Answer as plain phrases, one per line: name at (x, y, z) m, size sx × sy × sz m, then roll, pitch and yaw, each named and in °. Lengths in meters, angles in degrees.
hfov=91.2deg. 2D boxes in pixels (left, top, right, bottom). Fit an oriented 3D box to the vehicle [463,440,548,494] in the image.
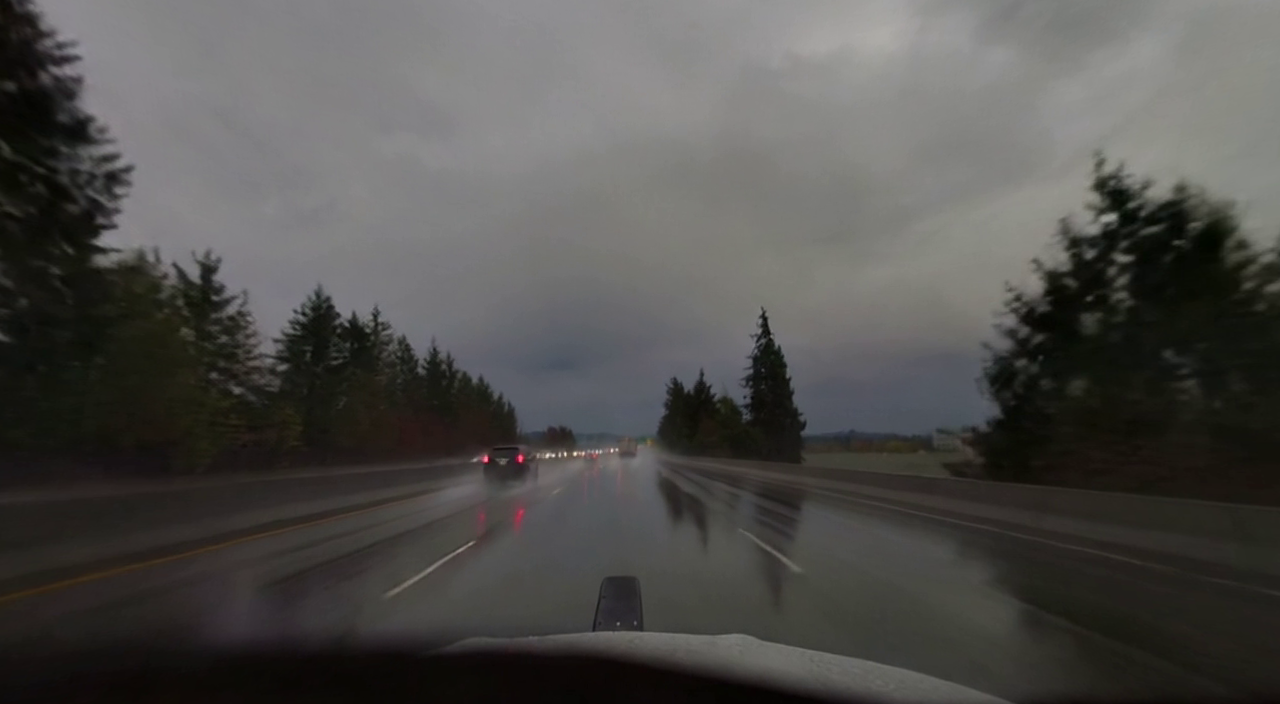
vehicle at (-4.623, 4.013, 22.230) m, size 2.151 × 1.693 × 4.201 m, roll 0°, pitch -9°, yaw -1°
